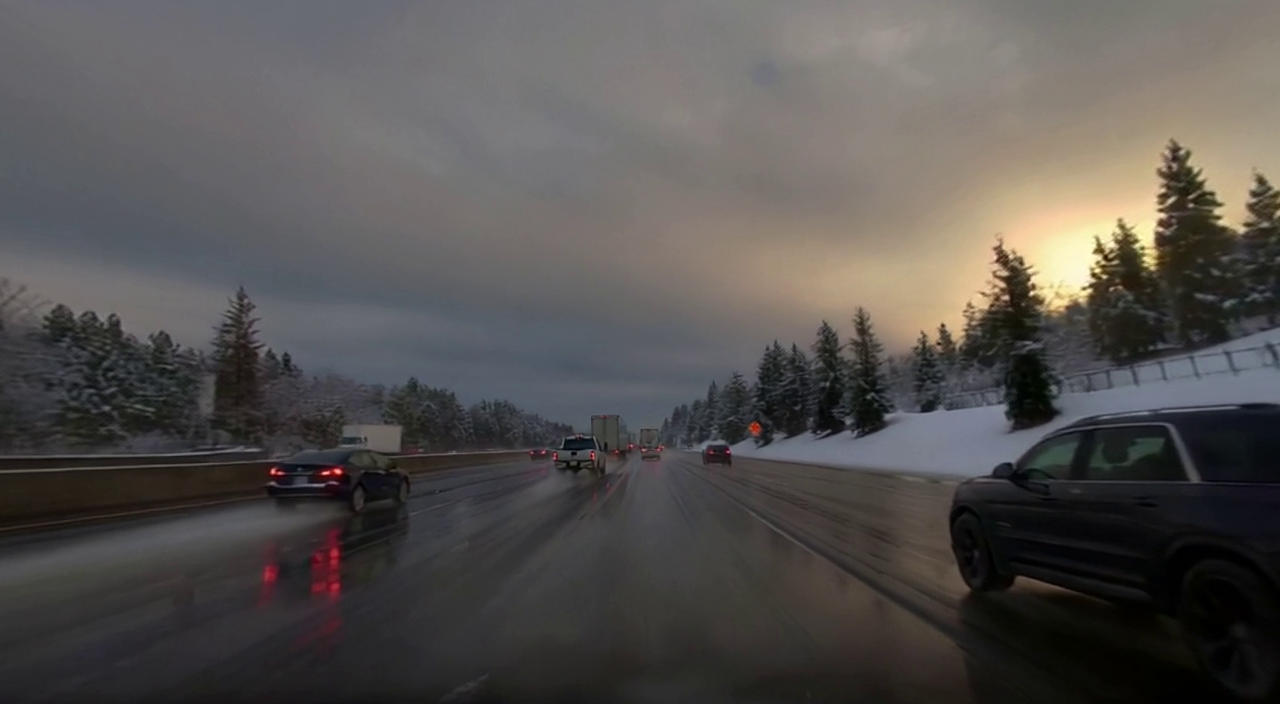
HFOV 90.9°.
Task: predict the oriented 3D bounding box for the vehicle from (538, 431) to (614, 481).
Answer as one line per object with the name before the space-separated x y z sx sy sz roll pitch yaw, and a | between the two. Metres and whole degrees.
vehicle | -2.739 4.698 28.769 2.645 2.023 6.491 0 -9 1

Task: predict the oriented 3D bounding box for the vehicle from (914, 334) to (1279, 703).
vehicle | 3.279 0.891 2.998 2.028 1.658 4.334 0 -9 1

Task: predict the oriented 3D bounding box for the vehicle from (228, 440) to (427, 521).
vehicle | -6.617 2.738 14.040 2.235 1.506 4.159 0 -9 1

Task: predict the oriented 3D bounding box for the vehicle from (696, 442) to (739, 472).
vehicle | 4.613 6.280 37.856 2.026 1.661 3.865 0 -9 -1
